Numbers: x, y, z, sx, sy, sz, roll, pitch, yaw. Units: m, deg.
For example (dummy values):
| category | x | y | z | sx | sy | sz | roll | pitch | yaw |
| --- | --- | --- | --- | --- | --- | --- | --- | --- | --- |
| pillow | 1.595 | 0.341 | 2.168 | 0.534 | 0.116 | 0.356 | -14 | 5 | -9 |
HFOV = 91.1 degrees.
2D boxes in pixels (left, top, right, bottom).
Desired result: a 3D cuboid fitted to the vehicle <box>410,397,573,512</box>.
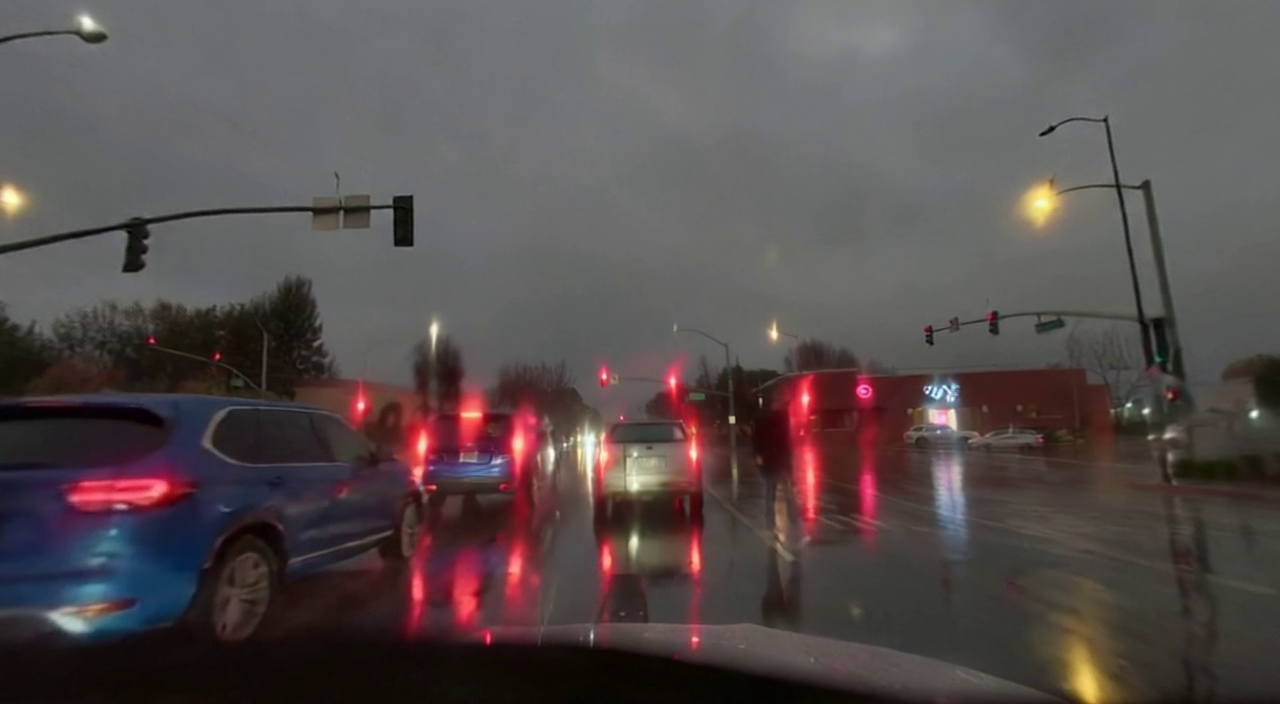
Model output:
| category | x | y | z | sx | sy | sz | roll | pitch | yaw |
| --- | --- | --- | --- | --- | --- | --- | --- | --- | --- |
| vehicle | -2.773 | 2.091 | 13.104 | 2.220 | 1.926 | 4.870 | 0 | -8 | 0 |

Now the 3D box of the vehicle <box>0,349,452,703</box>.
| category | x | y | z | sx | sy | sz | roll | pitch | yaw |
| --- | --- | --- | --- | --- | --- | --- | --- | --- | --- |
| vehicle | -3.278 | 1.154 | 5.149 | 2.006 | 1.707 | 4.448 | 0 | -8 | 1 |

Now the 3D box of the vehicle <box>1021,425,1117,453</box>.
| category | x | y | z | sx | sy | sz | roll | pitch | yaw |
| --- | --- | --- | --- | --- | --- | --- | --- | --- | --- |
| vehicle | 28.383 | 5.763 | 41.585 | 4.849 | 1.759 | 2.041 | 0 | -8 | -2 |

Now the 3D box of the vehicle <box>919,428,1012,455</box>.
| category | x | y | z | sx | sy | sz | roll | pitch | yaw |
| --- | --- | --- | --- | --- | --- | --- | --- | --- | --- |
| vehicle | 19.742 | 5.435 | 38.232 | 4.624 | 1.601 | 1.871 | 0 | -8 | -2 |

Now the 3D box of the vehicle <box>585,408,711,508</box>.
| category | x | y | z | sx | sy | sz | roll | pitch | yaw |
| --- | --- | --- | --- | --- | --- | --- | --- | --- | --- |
| vehicle | 0.099 | 2.197 | 13.389 | 2.204 | 1.738 | 4.690 | 0 | -8 | -1 |
